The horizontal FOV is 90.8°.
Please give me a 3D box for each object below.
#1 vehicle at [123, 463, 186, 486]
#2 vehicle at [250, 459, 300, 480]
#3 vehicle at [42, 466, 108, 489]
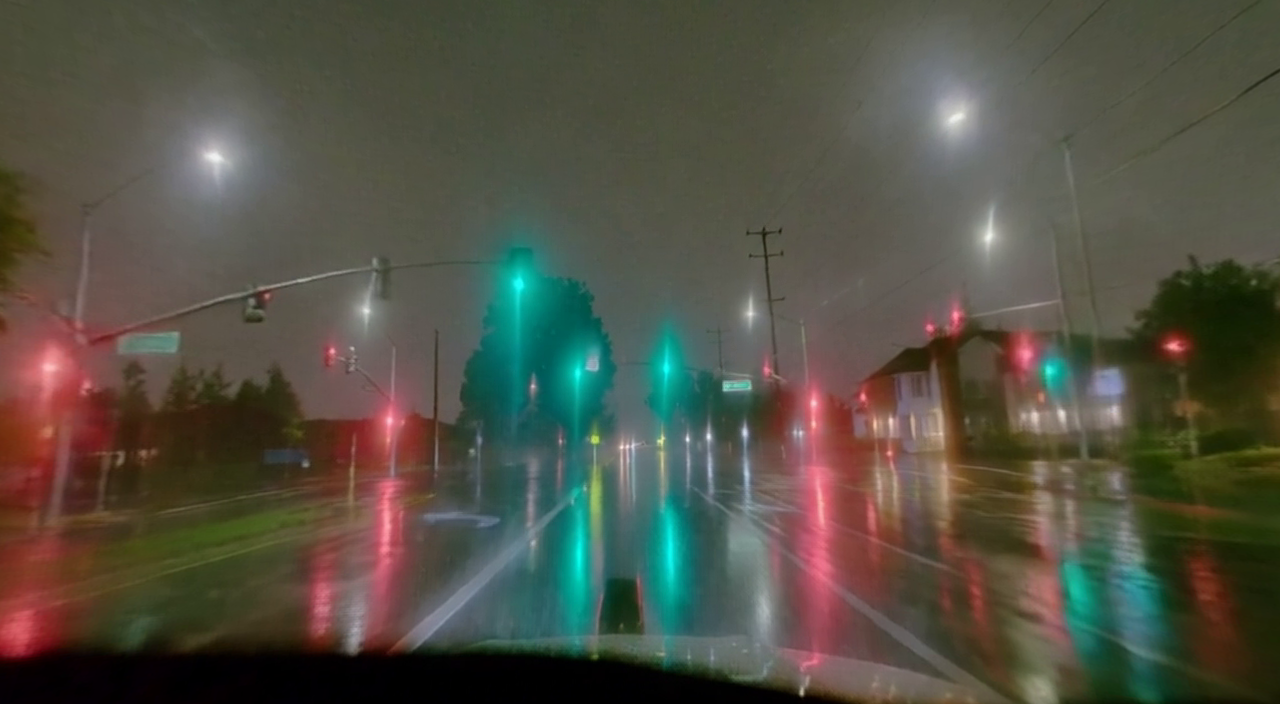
[{"bbox_3d":[-36.943,9.316,48.238,1.857,1.491,4.680,2,-9,-12],"label":"vehicle"},{"bbox_3d":[-28.741,9.246,49.880,1.974,1.457,4.248,1,-9,-10],"label":"vehicle"},{"bbox_3d":[-42.661,9.481,47.818,1.795,1.485,4.389,2,-9,-15],"label":"vehicle"}]
